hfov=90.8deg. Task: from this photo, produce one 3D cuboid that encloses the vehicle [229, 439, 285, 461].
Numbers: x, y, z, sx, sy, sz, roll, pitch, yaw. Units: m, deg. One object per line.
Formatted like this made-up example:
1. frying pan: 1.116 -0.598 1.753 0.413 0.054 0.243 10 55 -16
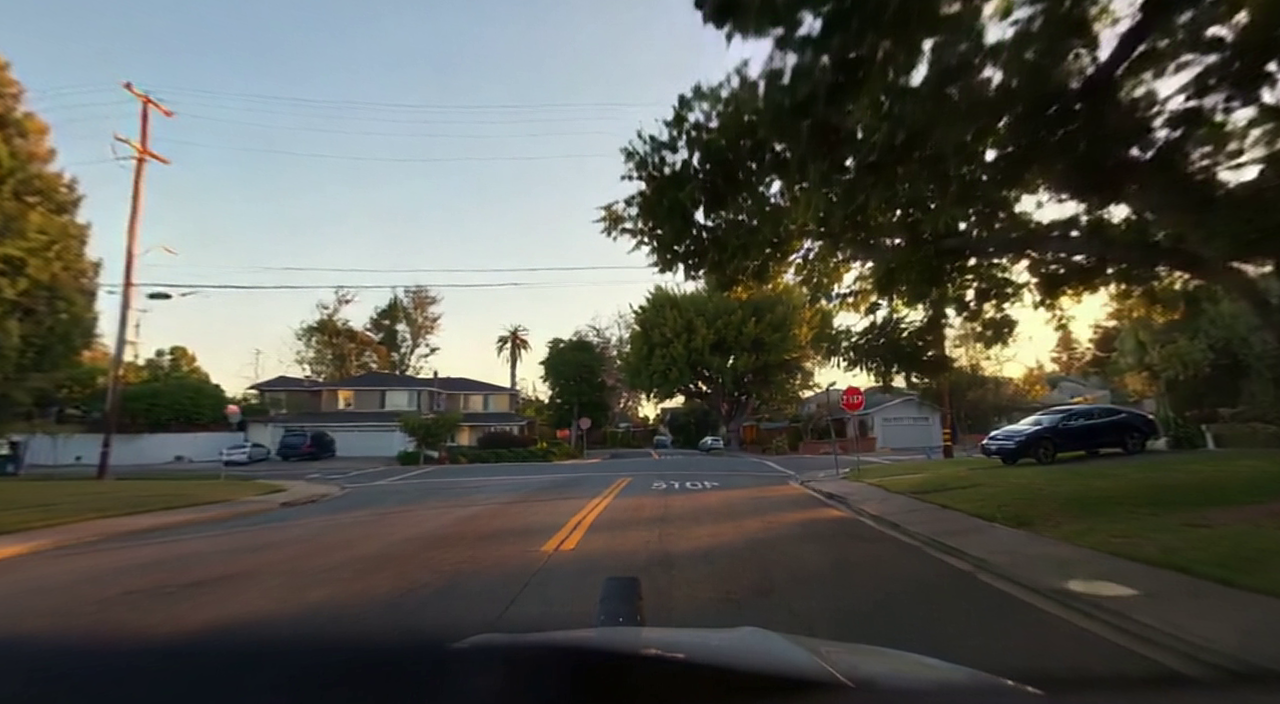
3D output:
1. vehicle: -24.619 6.296 40.769 1.864 1.337 3.943 3 -8 -13
